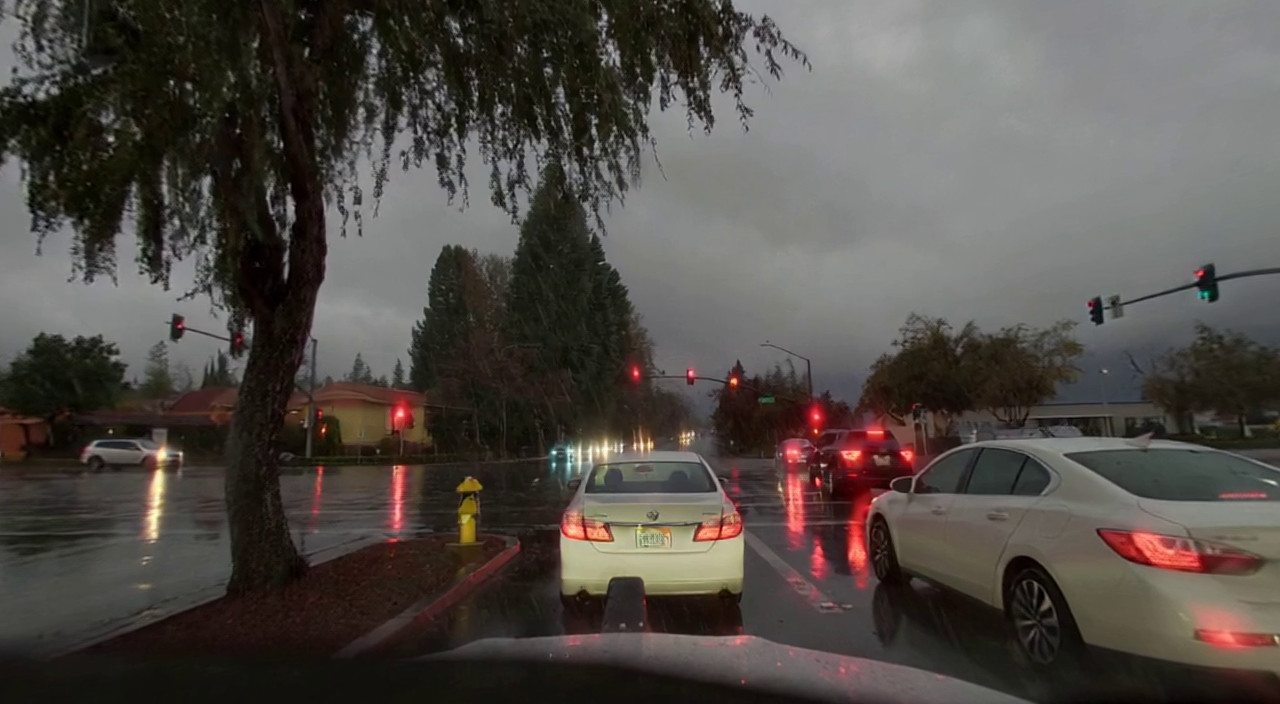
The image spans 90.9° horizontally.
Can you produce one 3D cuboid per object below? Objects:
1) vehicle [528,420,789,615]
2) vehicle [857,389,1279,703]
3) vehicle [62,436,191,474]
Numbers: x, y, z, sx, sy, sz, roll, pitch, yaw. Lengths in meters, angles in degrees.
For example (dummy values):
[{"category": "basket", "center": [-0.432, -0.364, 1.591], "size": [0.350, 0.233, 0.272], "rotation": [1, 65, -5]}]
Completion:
[{"category": "vehicle", "center": [0.104, 1.563, 6.875], "size": [2.017, 1.485, 3.813], "rotation": [0, -8, -1]}, {"category": "vehicle", "center": [3.171, 1.126, 3.898], "size": [1.931, 1.493, 4.555], "rotation": [0, -8, -1]}, {"category": "vehicle", "center": [-24.309, 4.868, 29.981], "size": [4.450, 1.684, 1.894], "rotation": [0, -8, 0]}]
